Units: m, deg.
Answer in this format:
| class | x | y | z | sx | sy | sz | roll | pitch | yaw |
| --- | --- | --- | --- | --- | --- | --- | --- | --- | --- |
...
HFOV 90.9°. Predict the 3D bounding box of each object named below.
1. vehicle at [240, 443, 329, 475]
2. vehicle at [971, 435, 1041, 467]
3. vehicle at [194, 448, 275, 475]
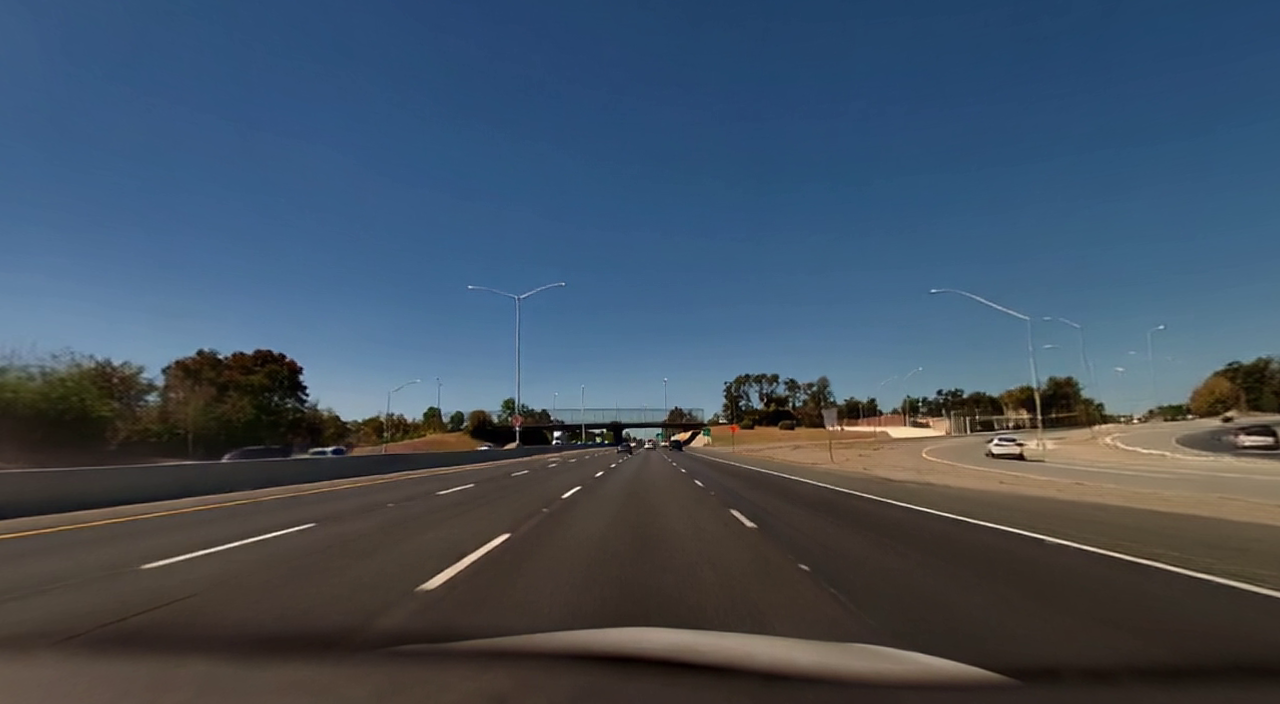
| class | x | y | z | sx | sy | sz | roll | pitch | yaw |
| --- | --- | --- | --- | --- | --- | --- | --- | --- | --- |
| vehicle | -18.245 | 5.474 | 32.601 | 1.898 | 1.498 | 4.536 | 0 | -8 | 1 |
| vehicle | 20.249 | 5.496 | 35.112 | 2.039 | 1.658 | 4.457 | -2 | -9 | 12 |
| vehicle | -25.319 | 6.816 | 39.526 | 1.911 | 1.546 | 4.648 | 0 | -8 | 1 |
